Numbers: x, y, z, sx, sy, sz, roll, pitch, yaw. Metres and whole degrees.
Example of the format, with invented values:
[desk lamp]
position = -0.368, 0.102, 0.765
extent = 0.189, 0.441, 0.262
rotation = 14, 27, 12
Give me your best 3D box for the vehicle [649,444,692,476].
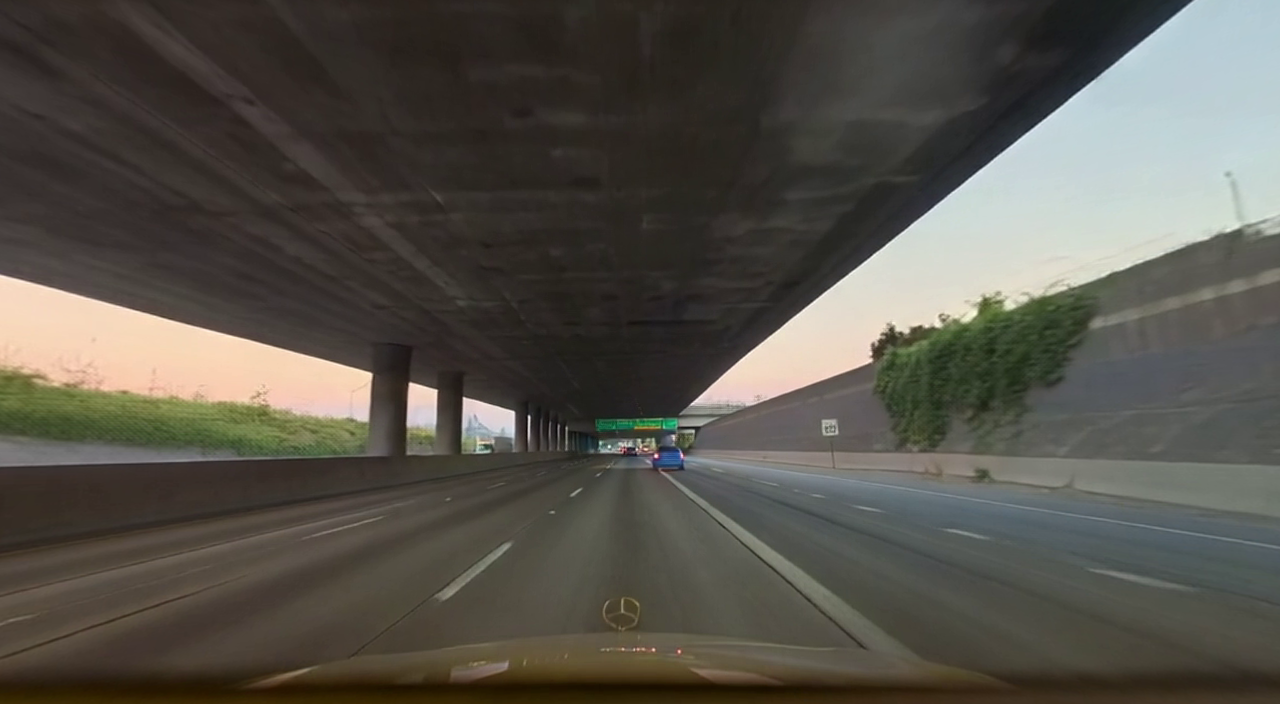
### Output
[vehicle]
position = 1.475, 5.513, 32.371
extent = 2.055, 1.501, 4.321
rotation = 0, -9, 1
